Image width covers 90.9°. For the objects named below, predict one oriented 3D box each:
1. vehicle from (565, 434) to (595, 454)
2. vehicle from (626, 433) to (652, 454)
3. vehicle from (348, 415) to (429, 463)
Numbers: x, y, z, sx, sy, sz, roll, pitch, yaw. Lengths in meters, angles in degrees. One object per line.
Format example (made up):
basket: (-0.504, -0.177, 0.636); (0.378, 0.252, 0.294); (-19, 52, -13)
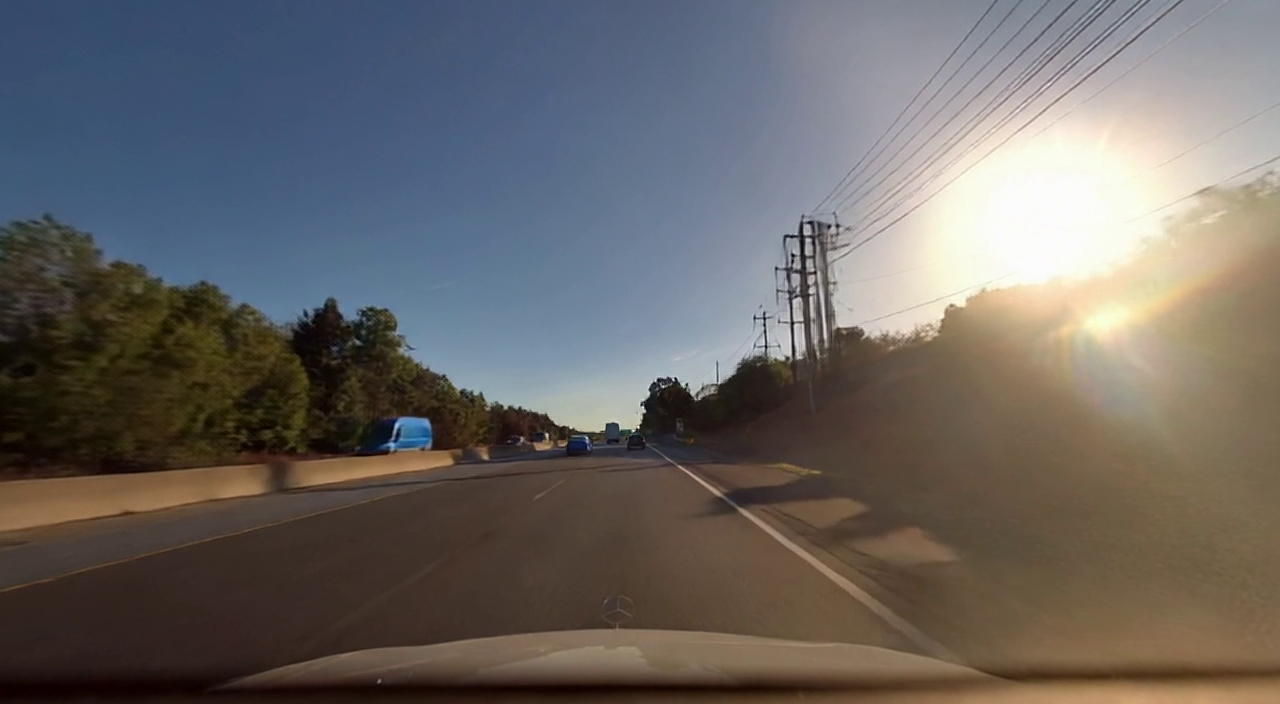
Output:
vehicle: (-4.486, 6.923, 47.536); (1.911, 1.477, 3.807); (0, -8, 0)
vehicle: (-0.122, 6.917, 47.659); (1.890, 1.472, 3.716); (0, -8, -1)
vehicle: (-17.201, 5.985, 43.670); (2.656, 3.032, 7.159); (0, -8, 0)
